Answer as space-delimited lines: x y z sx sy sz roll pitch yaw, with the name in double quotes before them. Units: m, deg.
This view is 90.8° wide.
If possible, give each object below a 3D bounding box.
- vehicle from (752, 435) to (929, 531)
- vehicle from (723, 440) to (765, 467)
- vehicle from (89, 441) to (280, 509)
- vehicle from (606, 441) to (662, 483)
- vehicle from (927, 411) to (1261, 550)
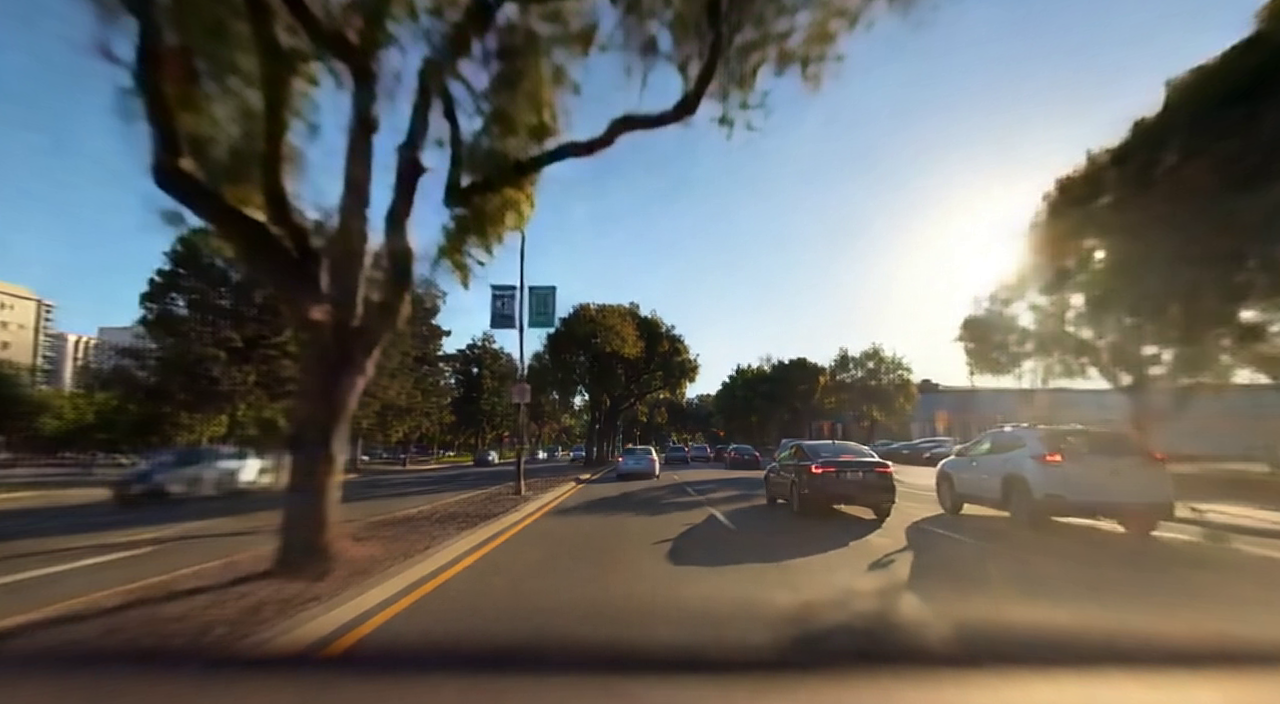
"vehicle" 3.481 2.341 11.911 1.858 1.466 4.230 0 -9 -1
"vehicle" 7.200 7.054 44.051 2.068 1.779 4.567 0 -9 -1
"vehicle" -12.607 3.392 17.958 1.973 1.674 4.492 0 -9 2
"vehicle" -0.208 4.192 24.347 1.994 1.479 3.647 0 -9 0
"vehicle" 7.038 2.030 10.667 2.134 1.810 4.590 0 -9 -1
